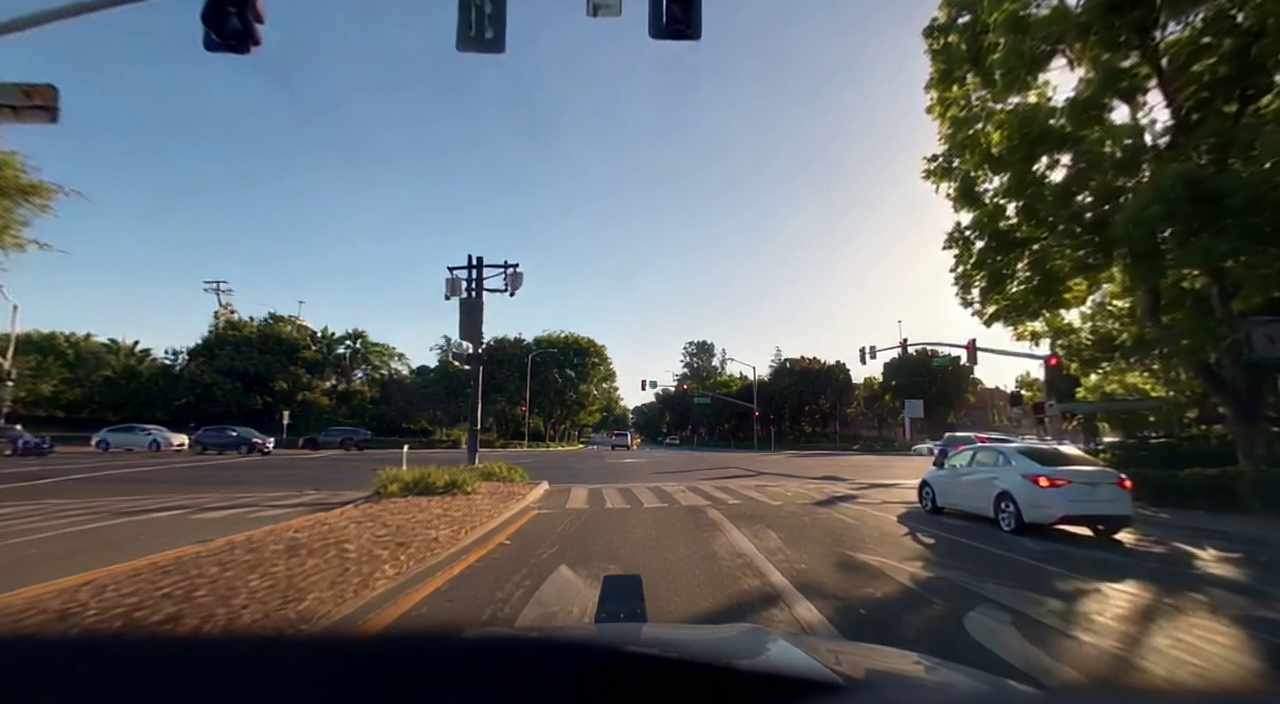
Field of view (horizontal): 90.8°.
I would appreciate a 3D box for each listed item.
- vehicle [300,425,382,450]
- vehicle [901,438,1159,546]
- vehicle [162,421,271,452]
[{"bbox_3d":[-19.219,5.527,40.622,4.683,1.495,2.119,-3,-9,23],"label":"vehicle"},{"bbox_3d":[6.247,2.237,10.828,1.815,1.417,4.125,2,-8,0],"label":"vehicle"},{"bbox_3d":[-22.467,4.533,33.686,4.331,1.544,1.896,3,-9,-16],"label":"vehicle"}]
